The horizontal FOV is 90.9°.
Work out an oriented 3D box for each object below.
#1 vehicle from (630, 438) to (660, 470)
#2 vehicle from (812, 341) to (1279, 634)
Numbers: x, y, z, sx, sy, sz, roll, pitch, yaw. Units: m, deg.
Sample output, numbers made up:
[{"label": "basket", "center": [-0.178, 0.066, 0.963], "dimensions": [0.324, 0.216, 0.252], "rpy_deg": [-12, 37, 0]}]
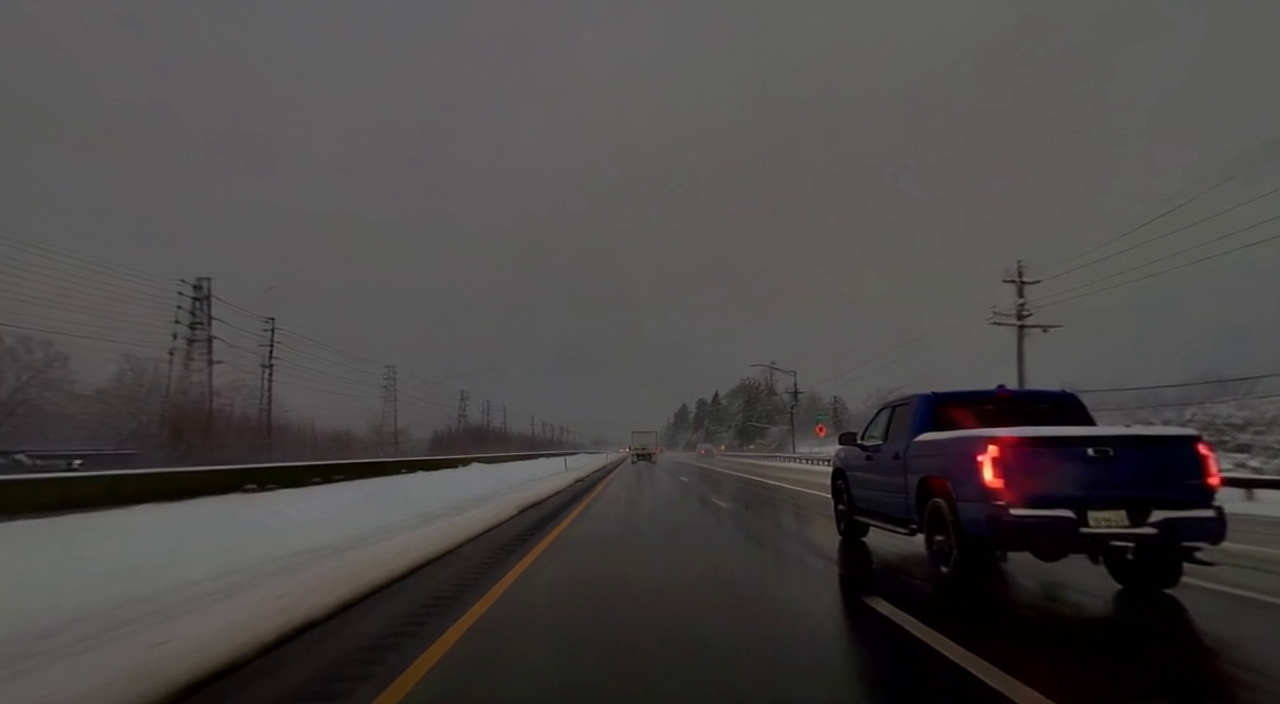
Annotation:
[{"label": "vehicle", "center": [0.327, 7.604, 47.214], "dimensions": [2.099, 2.260, 4.899], "rpy_deg": [0, -8, 0]}, {"label": "vehicle", "center": [4.166, 1.406, 7.562], "dimensions": [2.594, 2.155, 5.670], "rpy_deg": [0, -9, 0]}]
